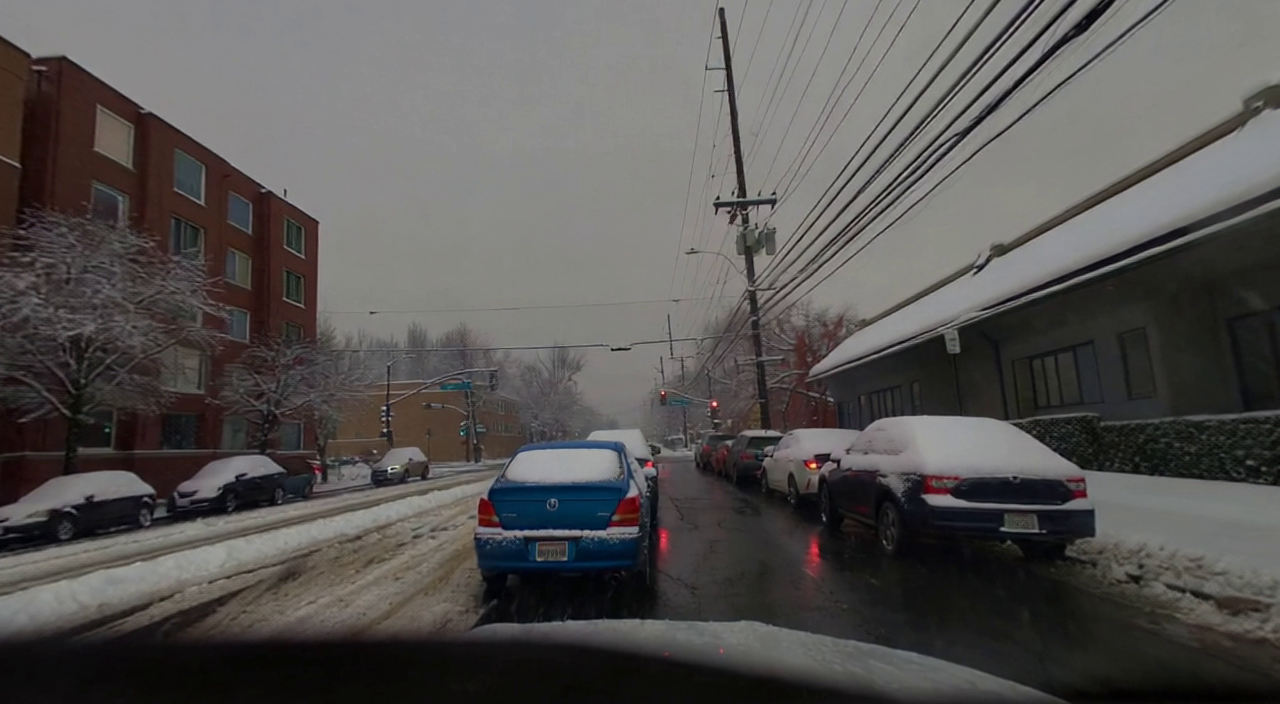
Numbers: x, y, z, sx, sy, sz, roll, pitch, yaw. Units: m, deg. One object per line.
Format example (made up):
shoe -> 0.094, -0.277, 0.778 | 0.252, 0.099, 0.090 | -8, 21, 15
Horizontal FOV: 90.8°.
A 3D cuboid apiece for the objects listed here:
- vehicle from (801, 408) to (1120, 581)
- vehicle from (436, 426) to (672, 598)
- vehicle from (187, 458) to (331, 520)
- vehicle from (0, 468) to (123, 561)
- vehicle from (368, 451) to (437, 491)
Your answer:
vehicle -> 3.793, 1.761, 8.614 | 1.967, 1.721, 4.410 | 0, -8, -1
vehicle -> -0.711, 1.714, 7.772 | 2.019, 1.453, 4.603 | 0, -8, 1
vehicle -> -11.856, 4.233, 20.044 | 1.868, 1.491, 4.367 | -5, -8, 0
vehicle -> -11.911, 2.903, 11.021 | 1.850, 1.487, 4.711 | -3, -8, -1
vehicle -> -11.921, 5.944, 31.942 | 2.011, 1.687, 4.079 | -4, -8, -2
